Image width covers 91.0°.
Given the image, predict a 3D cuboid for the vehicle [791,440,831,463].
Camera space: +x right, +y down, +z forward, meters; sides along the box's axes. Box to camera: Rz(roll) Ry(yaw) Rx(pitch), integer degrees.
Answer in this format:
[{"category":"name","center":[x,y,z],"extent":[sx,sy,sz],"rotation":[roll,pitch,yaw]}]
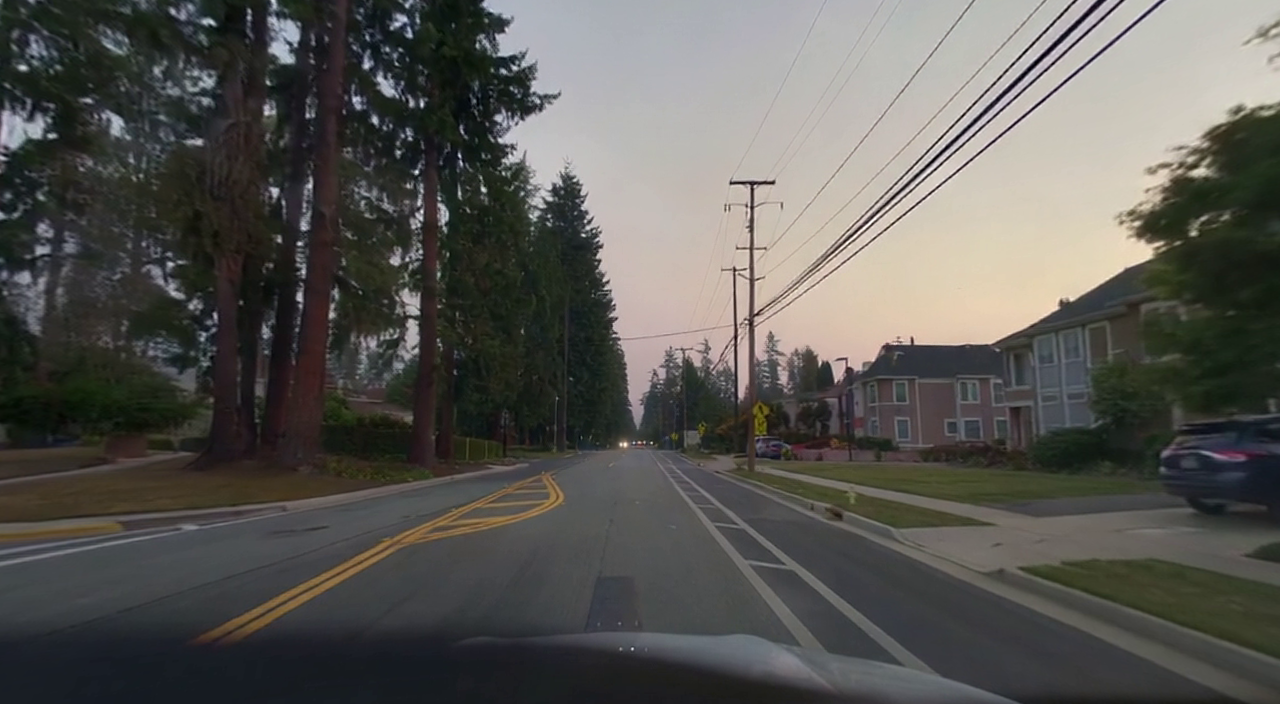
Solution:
[{"category":"vehicle","center":[13.171,7.724,48.822],"extent":[1.935,1.683,4.669],"rotation":[0,-9,2]}]

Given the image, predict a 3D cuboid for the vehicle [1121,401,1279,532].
[{"category":"vehicle","center":[11.062,1.788,10.052],"extent":[4.760,1.808,2.402],"rotation":[0,-9,-1]}]

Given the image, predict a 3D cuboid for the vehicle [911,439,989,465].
[{"category":"vehicle","center":[20.734,6.698,42.243],"extent":[3.943,1.664,2.391],"rotation":[0,-8,-1]}]
